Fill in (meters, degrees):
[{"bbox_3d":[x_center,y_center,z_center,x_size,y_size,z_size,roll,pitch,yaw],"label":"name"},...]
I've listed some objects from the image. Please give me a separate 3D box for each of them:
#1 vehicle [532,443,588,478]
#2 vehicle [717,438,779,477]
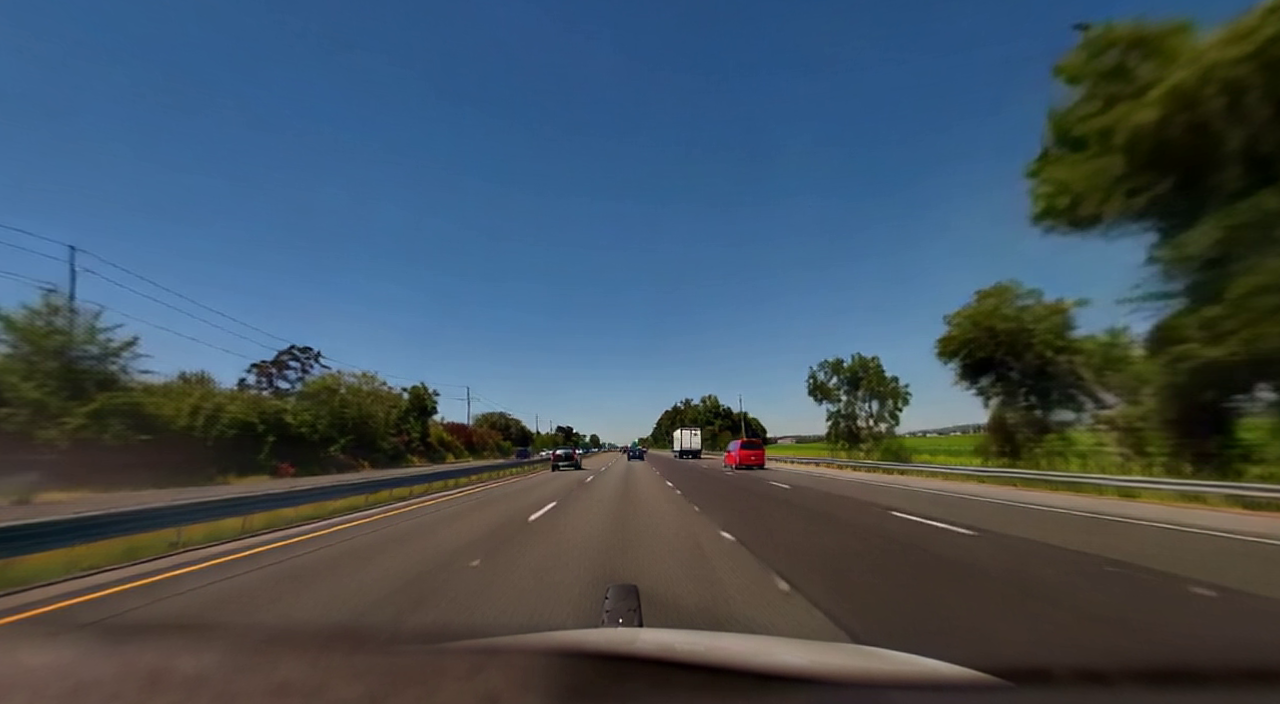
[{"bbox_3d":[-3.823,5.296,30.910,2.160,1.530,4.500,0,-9,0],"label":"vehicle"},{"bbox_3d":[4.952,4.933,29.629,2.069,1.625,4.832,0,-9,0],"label":"vehicle"}]
